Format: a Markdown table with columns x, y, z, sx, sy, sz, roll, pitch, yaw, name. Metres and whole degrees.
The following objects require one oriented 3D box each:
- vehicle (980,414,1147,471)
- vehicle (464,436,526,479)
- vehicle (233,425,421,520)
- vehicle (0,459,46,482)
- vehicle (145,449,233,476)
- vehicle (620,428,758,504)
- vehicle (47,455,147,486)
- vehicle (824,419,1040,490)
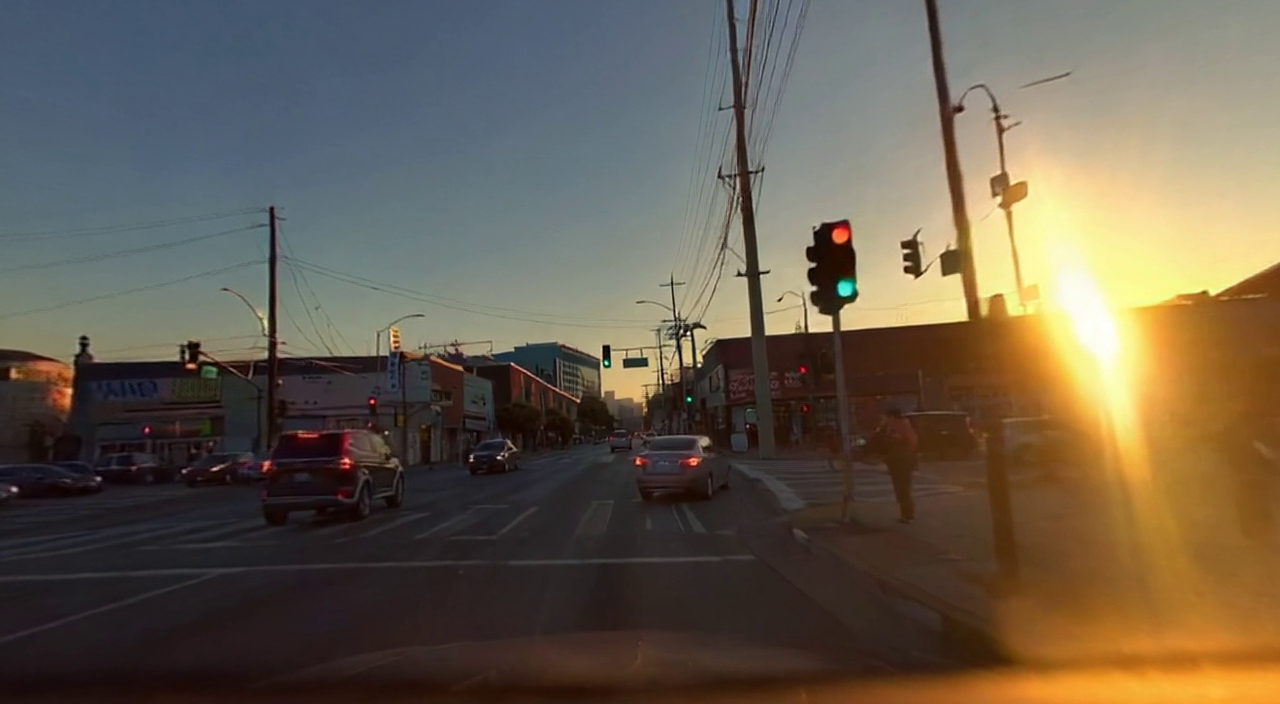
| x | y | z | sx | sy | sz | roll | pitch | yaw | name |
| --- | --- | --- | --- | --- | --- | --- | --- | --- | --- |
| 14.716 | 3.137 | 22.101 | 4.478 | 1.749 | 2.161 | 0 | -8 | -11 | vehicle |
| -5.609 | 4.032 | 24.352 | 2.097 | 1.457 | 4.439 | 2 | -9 | -13 | vehicle |
| -6.556 | 2.559 | 13.909 | 2.063 | 1.751 | 4.229 | 0 | -9 | -2 | vehicle |
| -49.399 | 9.356 | 49.429 | 4.170 | 1.528 | 1.687 | -5 | -6 | 0 | vehicle |
| -34.723 | 8.509 | 48.755 | 5.019 | 1.956 | 2.097 | 0 | -9 | -1 | vehicle |
| 1.327 | 2.618 | 14.962 | 2.059 | 1.497 | 4.260 | -3 | -9 | 21 | vehicle |
| -34.618 | 7.552 | 40.349 | 4.492 | 1.880 | 1.879 | 0 | -9 | -1 | vehicle |
| 7.489 | 2.607 | 16.442 | 4.714 | 1.686 | 1.973 | 1 | -7 | -9 | vehicle |
